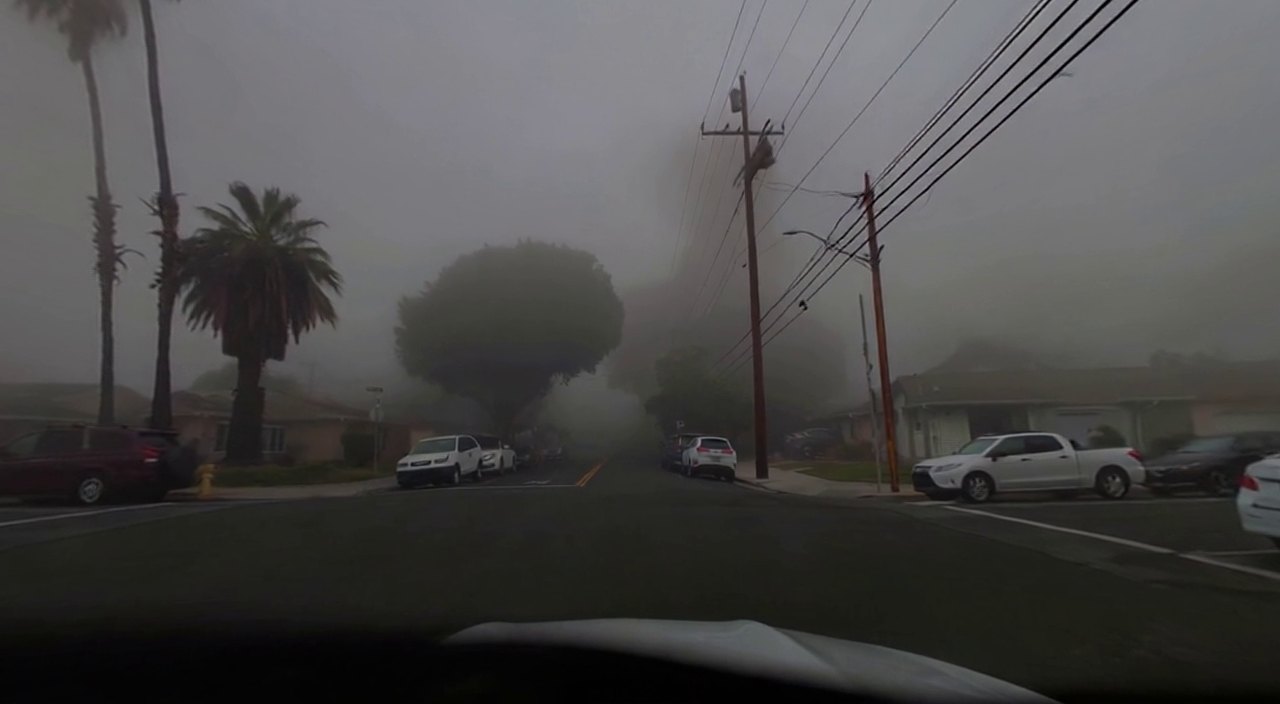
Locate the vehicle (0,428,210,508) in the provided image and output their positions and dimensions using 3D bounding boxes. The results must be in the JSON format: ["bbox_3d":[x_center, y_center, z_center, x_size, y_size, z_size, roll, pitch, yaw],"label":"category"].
[{"bbox_3d":[-14.779,2.953,16.067,5.847,1.766,2.392,-1,-9,-2],"label":"vehicle"}]

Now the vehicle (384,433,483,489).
[{"bbox_3d":[-6.949,3.720,21.834,2.198,1.724,4.493,1,-9,-5],"label":"vehicle"}]

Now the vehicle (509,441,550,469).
[{"bbox_3d":[-7.821,7.316,45.133,2.178,1.865,4.658,1,-9,-2],"label":"vehicle"}]

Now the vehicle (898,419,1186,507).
[{"bbox_3d":[10.303,2.876,16.574,5.971,1.967,2.385,-1,-9,-5],"label":"vehicle"}]

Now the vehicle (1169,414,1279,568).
[{"bbox_3d":[8.990,1.562,7.129,4.181,1.638,2.015,0,-9,-1],"label":"vehicle"}]

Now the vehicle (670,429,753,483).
[{"bbox_3d":[2.711,4.168,25.588,2.505,1.895,5.805,1,-9,-2],"label":"vehicle"}]
